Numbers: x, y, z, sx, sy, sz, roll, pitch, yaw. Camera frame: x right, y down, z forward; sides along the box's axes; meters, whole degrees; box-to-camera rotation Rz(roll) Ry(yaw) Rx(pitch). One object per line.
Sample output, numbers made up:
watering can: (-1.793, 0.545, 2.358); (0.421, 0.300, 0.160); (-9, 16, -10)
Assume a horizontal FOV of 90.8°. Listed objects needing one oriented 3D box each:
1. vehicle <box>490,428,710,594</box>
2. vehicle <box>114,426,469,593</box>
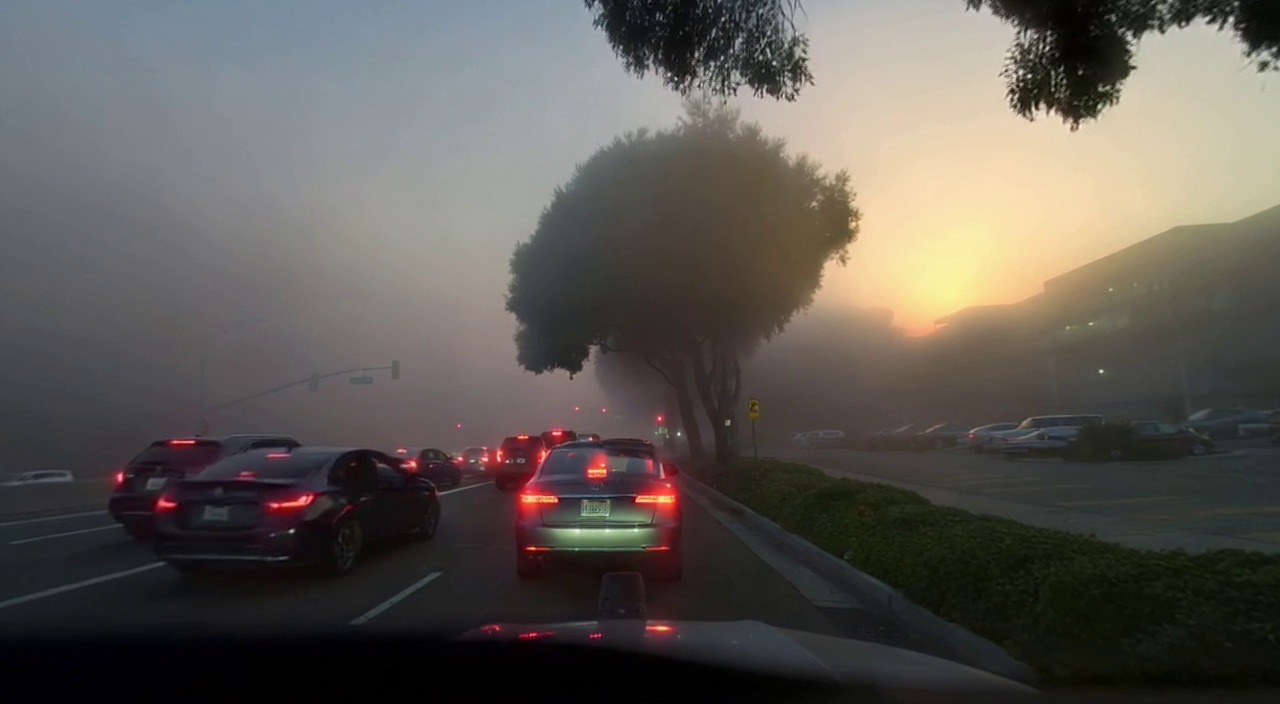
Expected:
vehicle: (-0.388, 1.799, 8.000); (2.066, 1.544, 3.954); (0, -9, 0)
vehicle: (-3.853, 1.796, 8.175); (1.913, 1.521, 4.539); (0, -9, 1)
